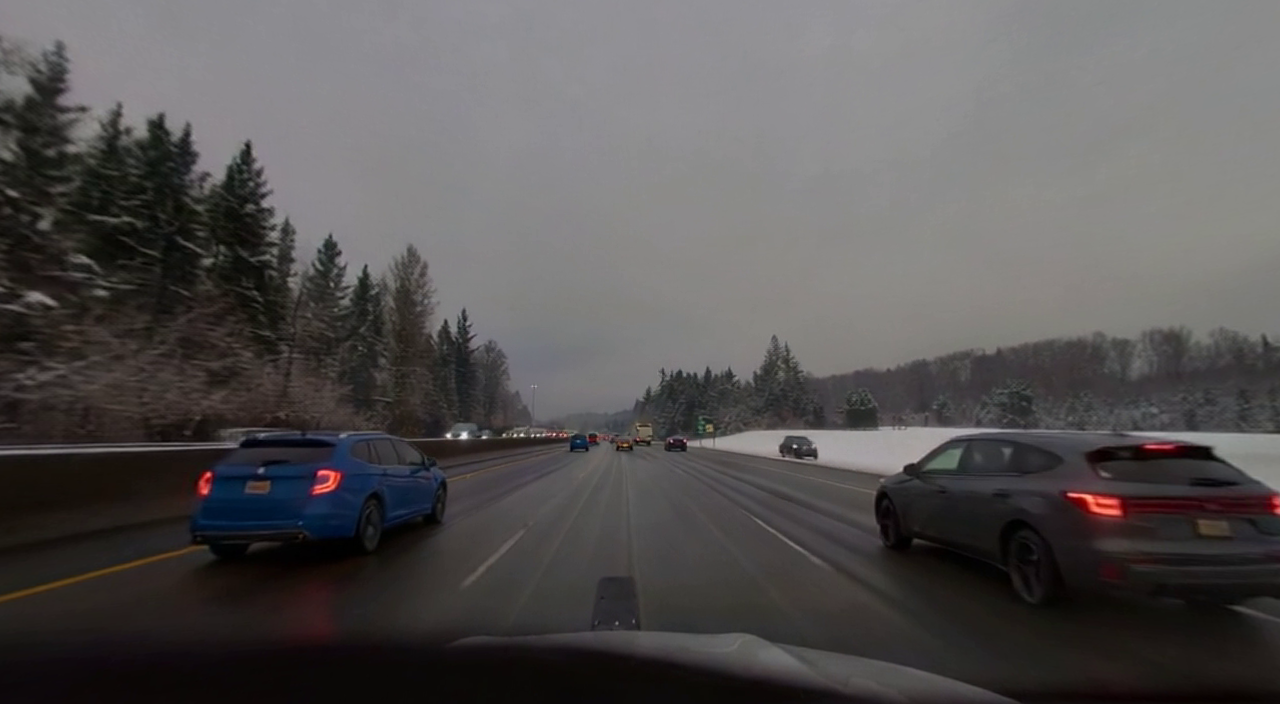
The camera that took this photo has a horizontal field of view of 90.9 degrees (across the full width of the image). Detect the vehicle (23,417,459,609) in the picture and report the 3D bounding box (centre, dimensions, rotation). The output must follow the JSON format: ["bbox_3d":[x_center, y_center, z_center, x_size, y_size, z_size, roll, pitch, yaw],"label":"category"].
[{"bbox_3d":[-3.929,1.628,7.581,2.032,1.535,4.889,0,-8,0],"label":"vehicle"}]

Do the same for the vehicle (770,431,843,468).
[{"bbox_3d":[8.080,4.772,31.088,2.156,1.679,4.492,0,-8,-3],"label":"vehicle"}]

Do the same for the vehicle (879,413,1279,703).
[{"bbox_3d":[3.724,1.350,5.238,1.883,1.536,3.792,0,-8,-2],"label":"vehicle"}]
